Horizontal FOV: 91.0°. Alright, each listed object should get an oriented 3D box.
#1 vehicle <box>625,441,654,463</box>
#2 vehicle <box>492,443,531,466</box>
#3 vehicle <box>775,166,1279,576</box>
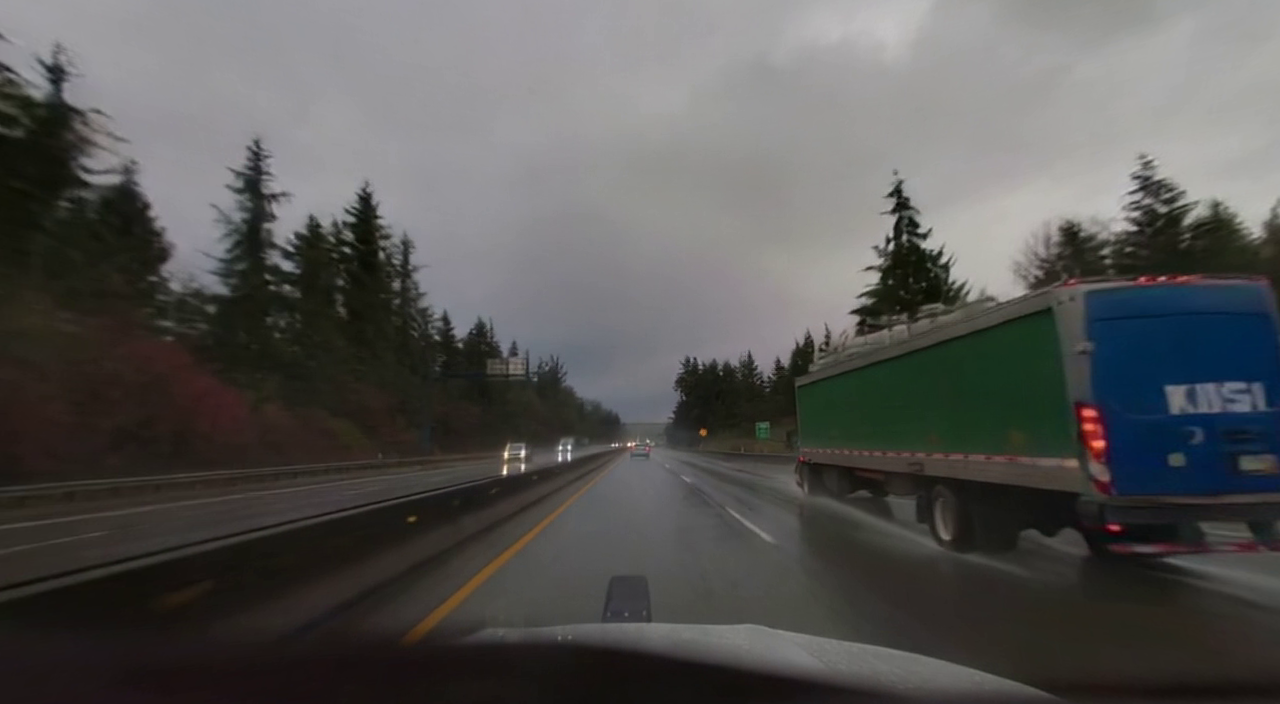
[{"bbox_3d":[-0.039,7.557,47.827,2.121,1.590,4.434,0,-8,0],"label":"vehicle"},{"bbox_3d":[-9.494,7.618,46.959,1.935,1.569,4.778,0,-8,0],"label":"vehicle"},{"bbox_3d":[7.008,1.387,14.878,3.479,4.156,17.231,0,-9,-1],"label":"vehicle"}]
